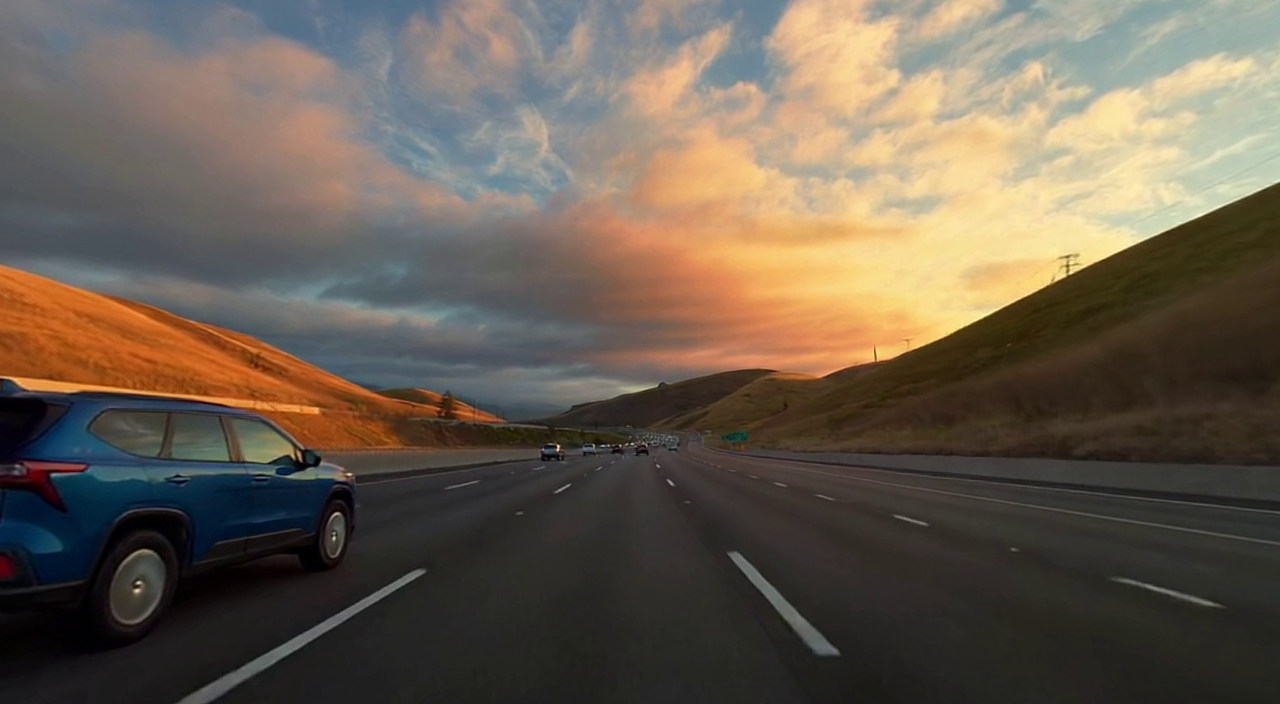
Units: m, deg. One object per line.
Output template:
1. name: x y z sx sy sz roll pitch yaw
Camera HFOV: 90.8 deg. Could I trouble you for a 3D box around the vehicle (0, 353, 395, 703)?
1. vehicle: -3.880 1.186 4.911 2.047 1.715 4.689 0 -9 0
